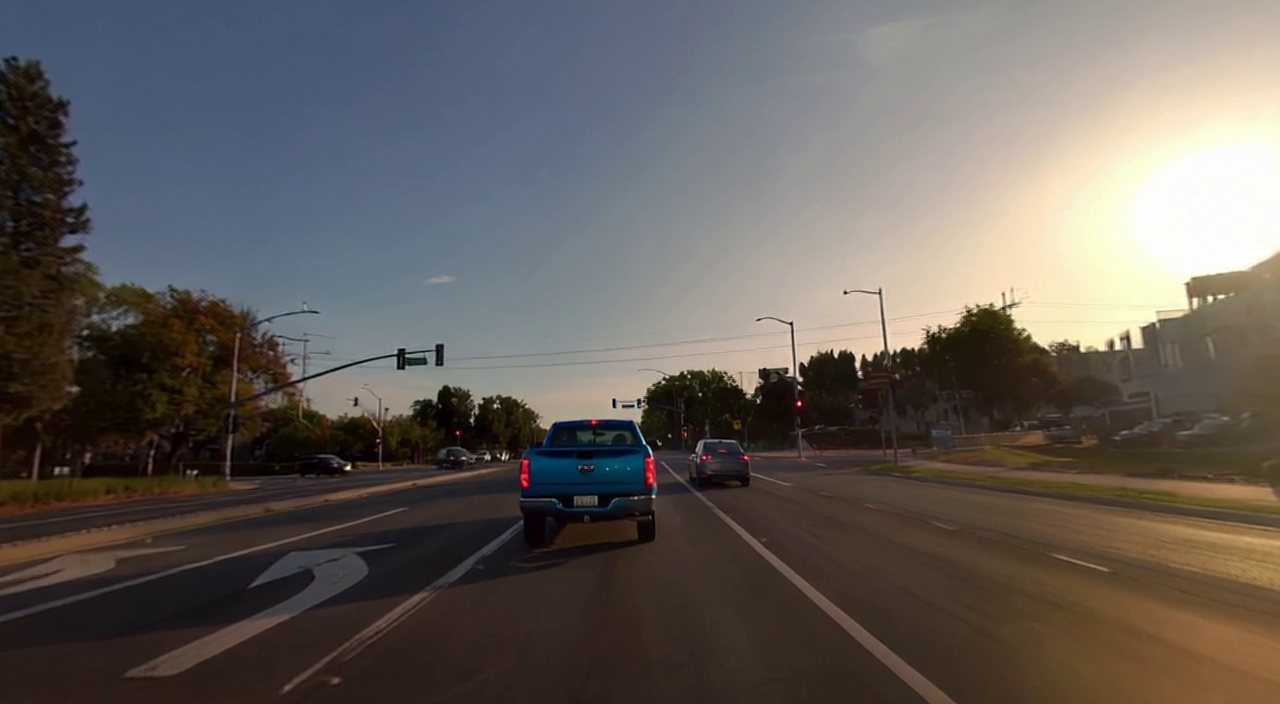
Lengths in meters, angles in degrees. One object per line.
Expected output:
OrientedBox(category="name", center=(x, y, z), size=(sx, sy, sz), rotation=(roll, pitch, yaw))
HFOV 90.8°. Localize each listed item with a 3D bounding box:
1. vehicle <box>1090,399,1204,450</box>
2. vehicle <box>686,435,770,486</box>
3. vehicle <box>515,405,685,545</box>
OrientedBox(category="vehicle", center=(30.382, 4.432, 38.047), size=(2.892, 2.881, 4.178), rotation=(2, -9, -16))
OrientedBox(category="vehicle", center=(2.772, 3.552, 20.998), size=(2.073, 1.484, 4.437), rotation=(0, -8, -1))
OrientedBox(category="vehicle", center=(-0.526, 1.903, 10.434), size=(2.145, 1.762, 4.731), rotation=(0, -8, -1))
